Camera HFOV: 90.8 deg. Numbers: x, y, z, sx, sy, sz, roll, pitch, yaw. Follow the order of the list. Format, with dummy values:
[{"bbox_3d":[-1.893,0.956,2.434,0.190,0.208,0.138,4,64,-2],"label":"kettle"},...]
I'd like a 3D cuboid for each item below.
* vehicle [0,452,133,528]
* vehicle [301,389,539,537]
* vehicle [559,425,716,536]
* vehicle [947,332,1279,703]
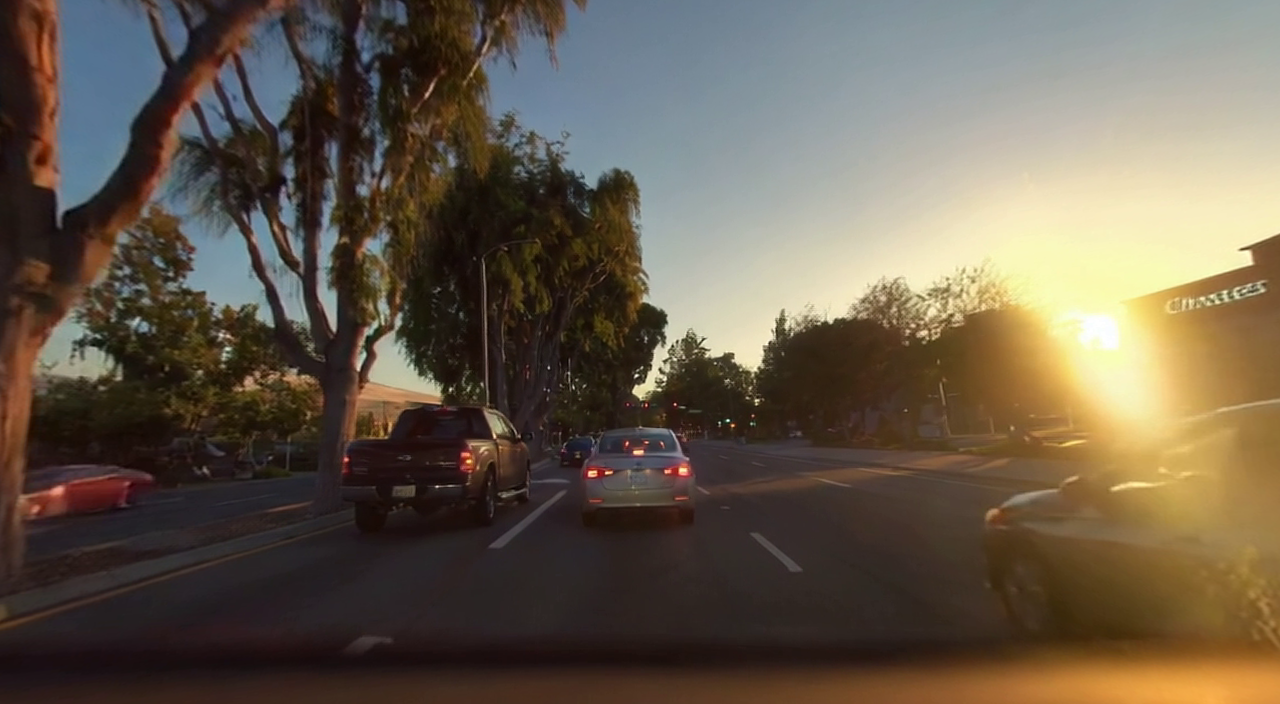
[{"bbox_3d":[-14.096,3.096,14.516,1.737,1.498,3.854,0,-8,-2],"label":"vehicle"},{"bbox_3d":[-3.418,1.899,11.373,2.301,1.985,5.531,0,-8,0],"label":"vehicle"},{"bbox_3d":[-0.089,2.041,10.624,2.126,1.475,3.967,0,-8,-2],"label":"vehicle"},{"bbox_3d":[3.339,0.745,2.156,2.092,1.658,4.814,0,-8,-1],"label":"vehicle"}]
